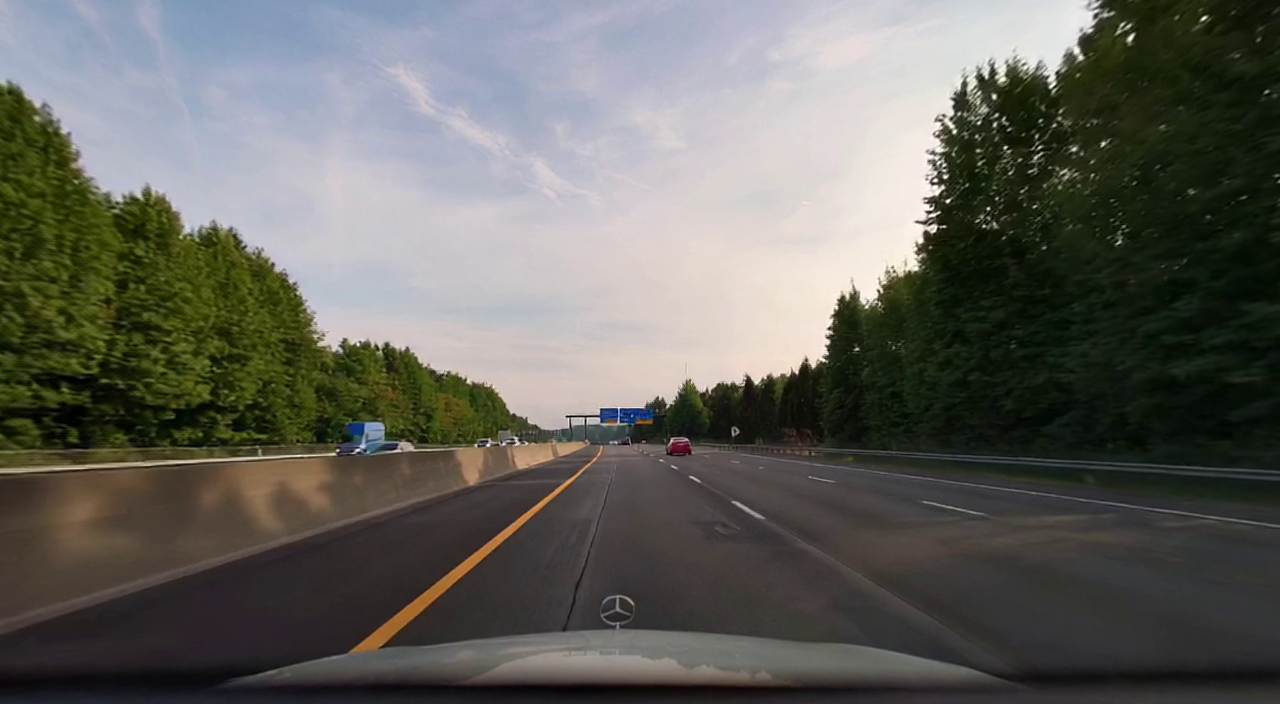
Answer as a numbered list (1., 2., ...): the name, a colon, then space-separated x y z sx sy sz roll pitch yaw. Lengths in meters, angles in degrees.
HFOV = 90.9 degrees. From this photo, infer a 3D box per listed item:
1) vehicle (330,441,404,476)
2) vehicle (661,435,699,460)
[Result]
1. vehicle: -13.464 5.249 31.344 1.936 1.579 4.121 0 -8 -2
2. vehicle: 2.531 6.147 40.636 1.958 1.526 4.227 1 -8 -3
